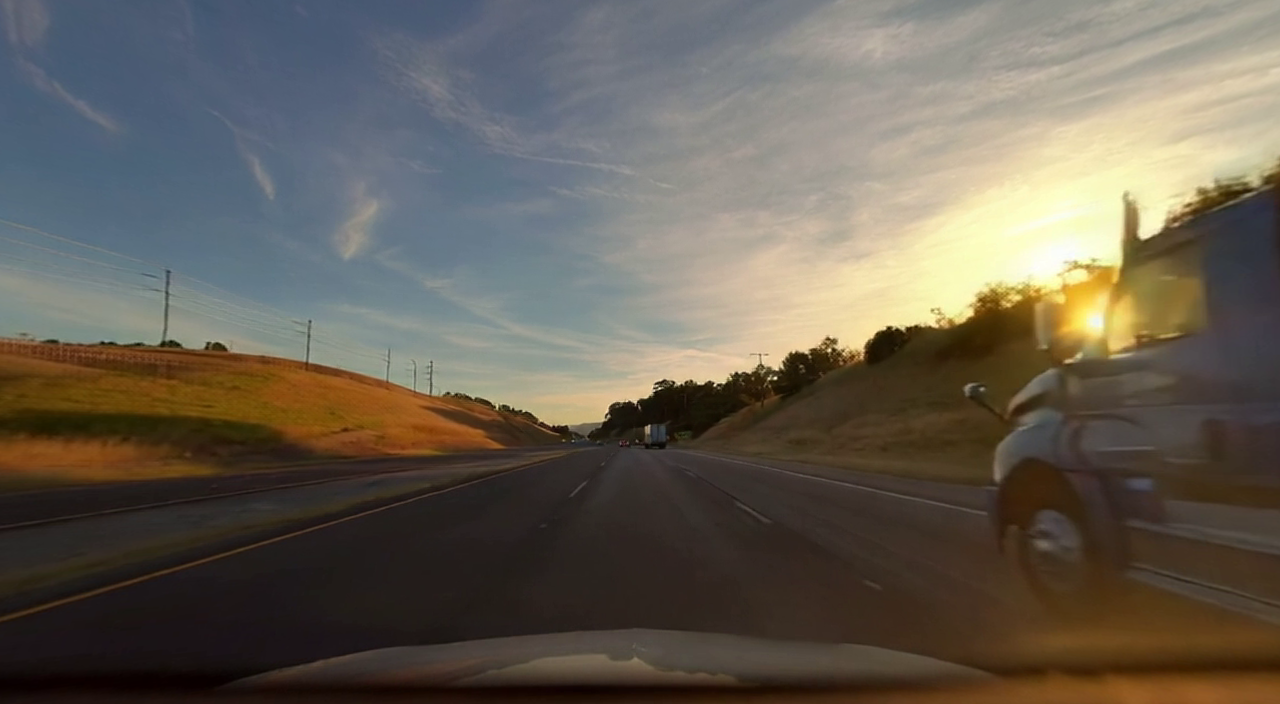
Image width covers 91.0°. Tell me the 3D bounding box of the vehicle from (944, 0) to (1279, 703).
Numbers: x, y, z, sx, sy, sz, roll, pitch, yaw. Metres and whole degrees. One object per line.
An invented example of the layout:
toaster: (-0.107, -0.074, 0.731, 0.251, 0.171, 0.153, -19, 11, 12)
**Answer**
vehicle: (4.133, -0.407, 0.429, 3.037, 3.672, 9.136, 0, -8, -1)
